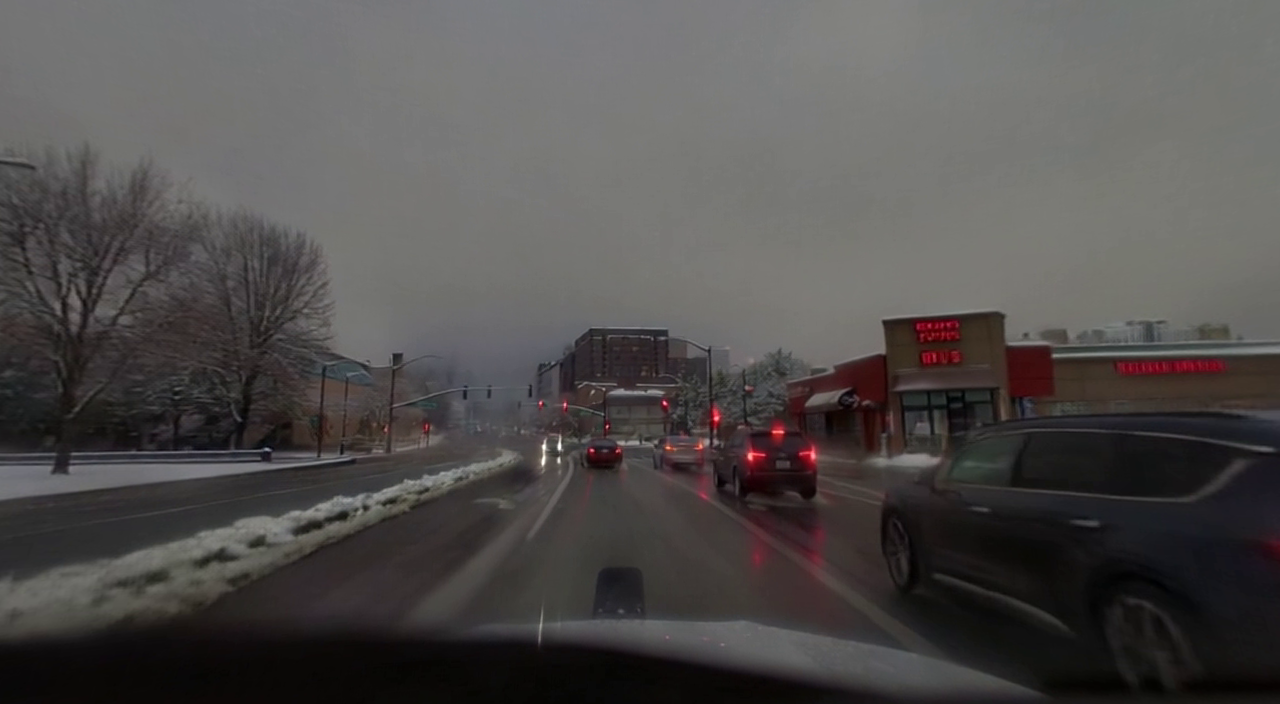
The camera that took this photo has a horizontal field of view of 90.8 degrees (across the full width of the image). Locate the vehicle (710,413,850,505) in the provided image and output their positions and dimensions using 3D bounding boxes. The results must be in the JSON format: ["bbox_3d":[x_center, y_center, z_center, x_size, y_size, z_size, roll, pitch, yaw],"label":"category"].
[{"bbox_3d":[2.986,2.413,14.568,2.046,1.768,4.370,0,-8,-3],"label":"vehicle"}]

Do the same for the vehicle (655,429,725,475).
[{"bbox_3d":[1.986,4.172,26.726,2.216,1.750,4.520,0,-8,-5],"label":"vehicle"}]

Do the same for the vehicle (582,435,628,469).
[{"bbox_3d":[-1.795,4.910,31.150,2.068,1.512,3.987,1,-9,-6],"label":"vehicle"}]

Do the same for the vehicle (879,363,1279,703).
[{"bbox_3d":[3.277,1.054,3.866,1.966,1.596,3.980,0,-8,-1],"label":"vehicle"}]
